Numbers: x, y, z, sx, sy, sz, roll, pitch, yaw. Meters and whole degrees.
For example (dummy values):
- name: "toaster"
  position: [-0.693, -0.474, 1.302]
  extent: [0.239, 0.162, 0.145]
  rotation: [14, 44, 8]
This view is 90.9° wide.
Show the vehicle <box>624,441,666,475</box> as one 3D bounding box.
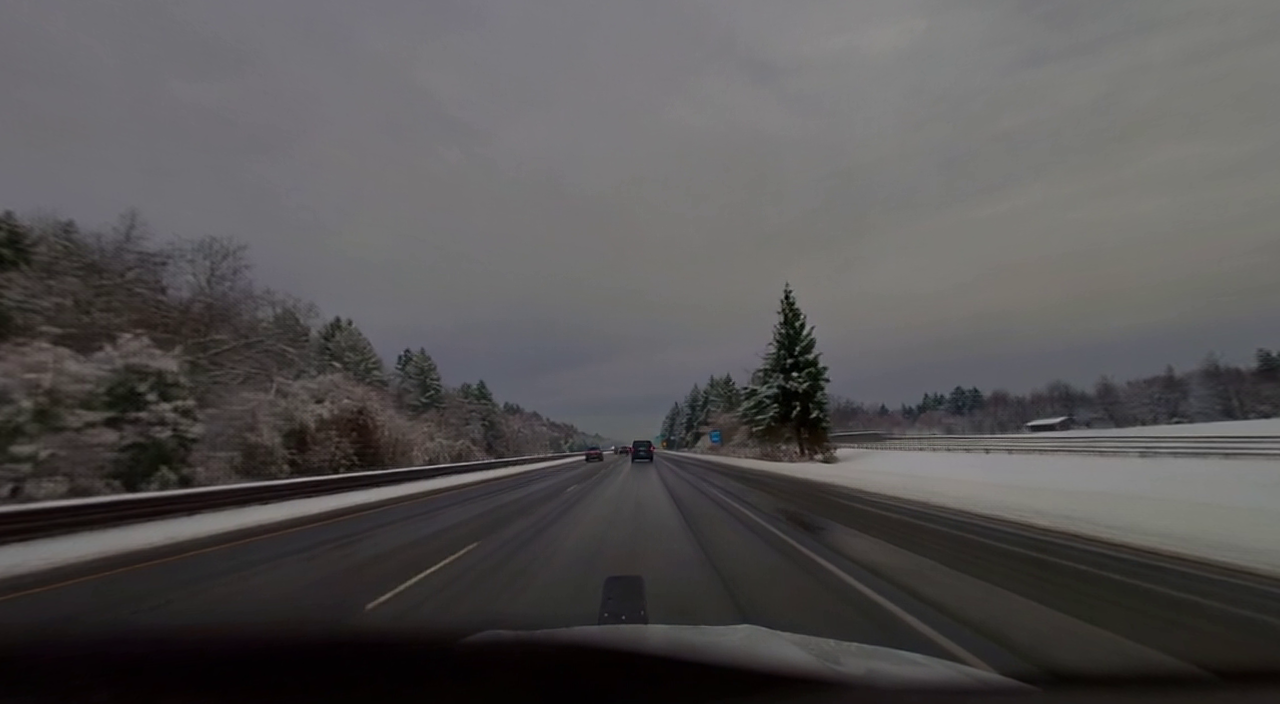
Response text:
- name: "vehicle"
  position: [0.244, 5.692, 33.973]
  extent: [2.172, 1.687, 3.929]
  rotation: [0, -9, 0]
